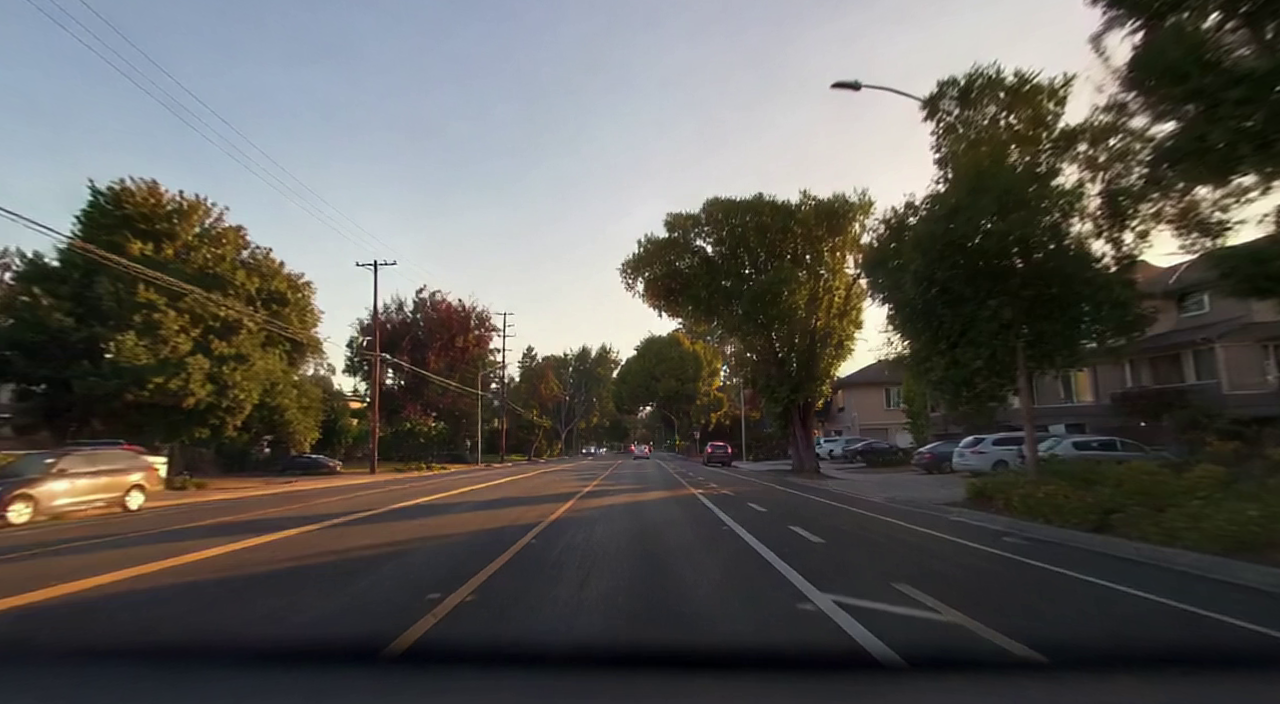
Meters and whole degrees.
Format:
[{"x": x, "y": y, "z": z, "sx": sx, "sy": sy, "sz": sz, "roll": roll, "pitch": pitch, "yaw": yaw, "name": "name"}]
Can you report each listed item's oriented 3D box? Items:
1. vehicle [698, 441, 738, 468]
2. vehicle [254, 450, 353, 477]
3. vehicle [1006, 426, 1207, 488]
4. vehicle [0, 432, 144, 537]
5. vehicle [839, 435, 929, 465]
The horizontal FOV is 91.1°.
[{"x": 5.537, "y": 7.353, "z": 45.216, "sx": 2.114, "sy": 1.799, "sz": 4.960, "roll": 0, "pitch": -9, "yaw": -2, "name": "vehicle"}, {"x": -19.160, "y": 6.345, "z": 35.880, "sx": 4.500, "sy": 1.482, "sz": 1.916, "roll": 0, "pitch": -9, "yaw": 1, "name": "vehicle"}, {"x": 14.468, "y": 3.238, "z": 19.645, "sx": 4.740, "sy": 1.665, "sz": 2.090, "roll": -1, "pitch": -8, "yaw": -6, "name": "vehicle"}, {"x": -12.828, "y": 2.600, "z": 12.537, "sx": 2.125, "sy": 1.914, "sz": 4.759, "roll": -2, "pitch": -7, "yaw": -3, "name": "vehicle"}, {"x": 14.076, "y": 5.668, "z": 36.447, "sx": 4.399, "sy": 1.663, "sz": 1.970, "roll": 0, "pitch": -8, "yaw": 1, "name": "vehicle"}]
